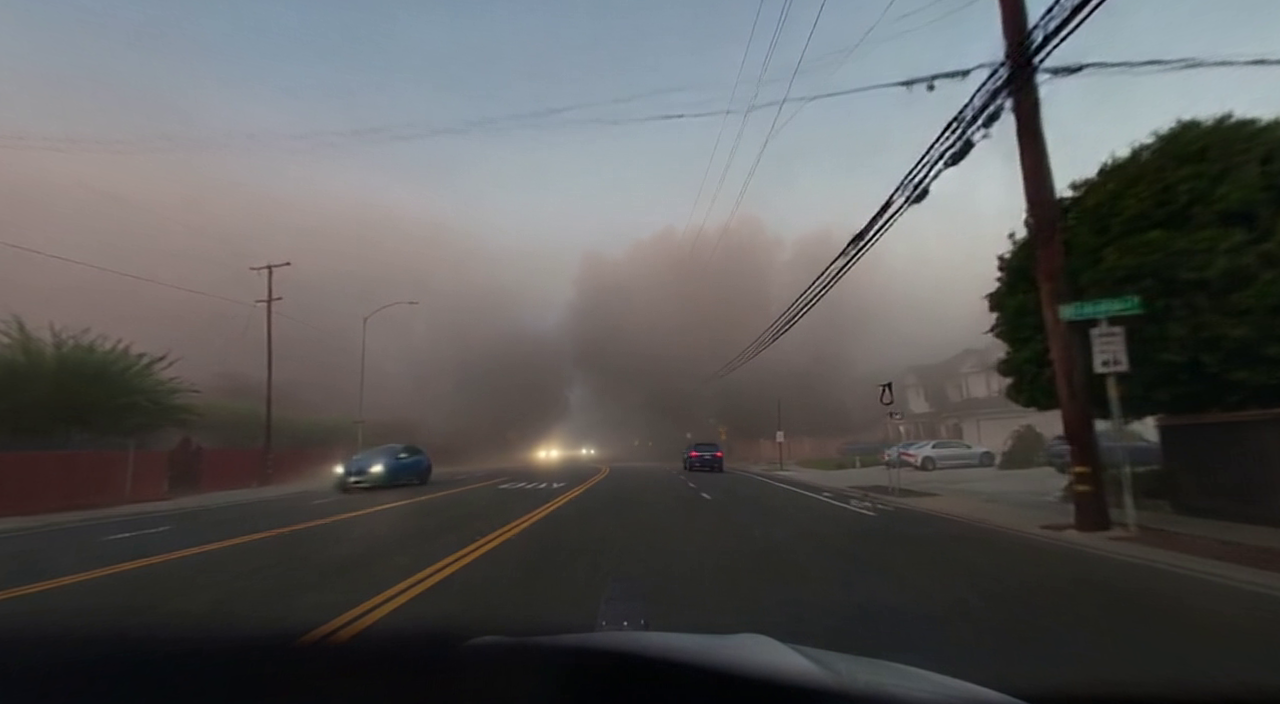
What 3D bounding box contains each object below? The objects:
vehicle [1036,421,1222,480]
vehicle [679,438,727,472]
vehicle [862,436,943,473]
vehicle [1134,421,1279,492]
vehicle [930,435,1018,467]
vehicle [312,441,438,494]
[{"bbox_3d":[16.442,3.354,21.437,4.329,1.682,2.240,-3,-9,2],"label":"vehicle"},{"bbox_3d":[3.583,5.986,36.877,2.144,1.843,4.827,0,-9,-2],"label":"vehicle"},{"bbox_3d":[12.359,4.847,30.044,1.970,1.561,4.725,-1,-9,3],"label":"vehicle"},{"bbox_3d":[15.221,2.535,15.658,4.135,1.558,1.929,-2,-8,2],"label":"vehicle"},{"bbox_3d":[16.065,4.798,30.600,1.747,1.405,4.372,0,-9,-2],"label":"vehicle"},{"bbox_3d":[-8.924,3.916,21.737,2.179,1.613,4.516,-1,-9,3],"label":"vehicle"}]
